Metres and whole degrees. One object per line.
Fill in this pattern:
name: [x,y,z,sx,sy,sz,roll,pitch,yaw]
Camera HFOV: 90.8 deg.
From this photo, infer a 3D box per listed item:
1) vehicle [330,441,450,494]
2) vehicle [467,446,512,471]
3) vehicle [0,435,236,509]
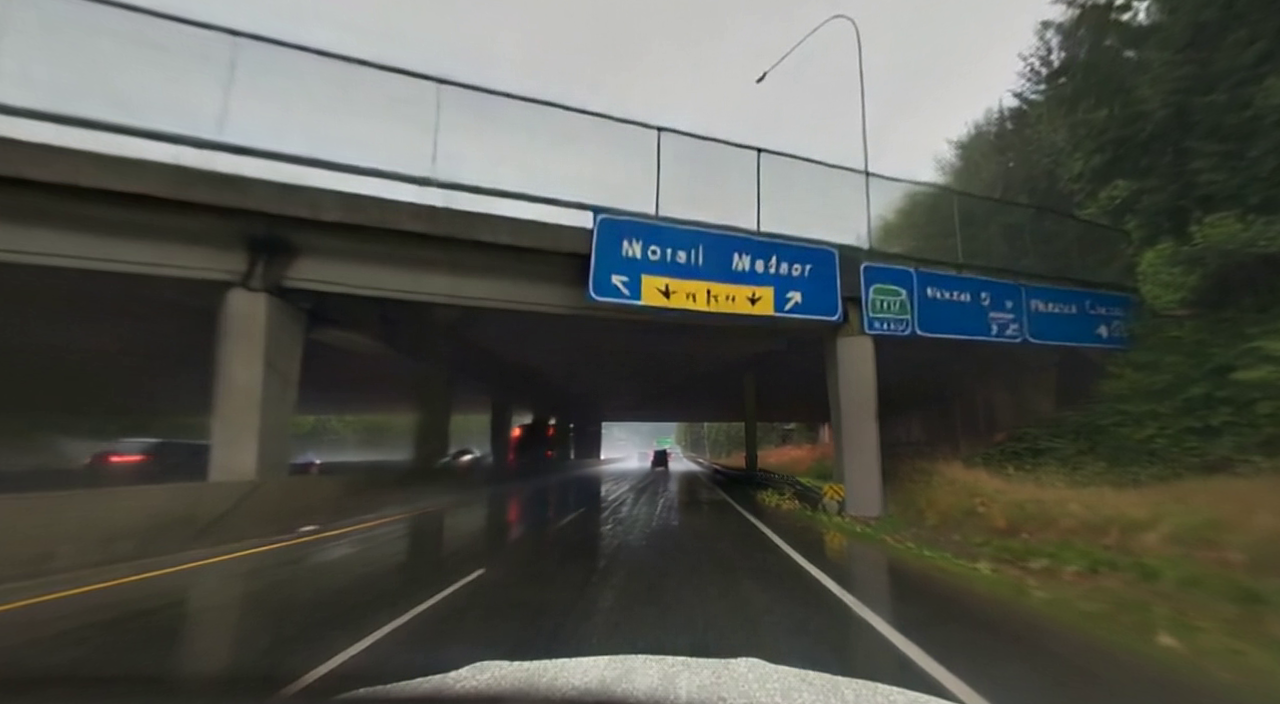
vehicle: [-8.322,3.873,21.555,1.979,1.600,4.516,-1,-8,4]
vehicle: [-11.082,7.903,46.868,1.962,1.731,4.523,-1,-8,4]
vehicle: [-13.093,2.986,16.256,2.059,1.615,4.688,-1,-8,3]
